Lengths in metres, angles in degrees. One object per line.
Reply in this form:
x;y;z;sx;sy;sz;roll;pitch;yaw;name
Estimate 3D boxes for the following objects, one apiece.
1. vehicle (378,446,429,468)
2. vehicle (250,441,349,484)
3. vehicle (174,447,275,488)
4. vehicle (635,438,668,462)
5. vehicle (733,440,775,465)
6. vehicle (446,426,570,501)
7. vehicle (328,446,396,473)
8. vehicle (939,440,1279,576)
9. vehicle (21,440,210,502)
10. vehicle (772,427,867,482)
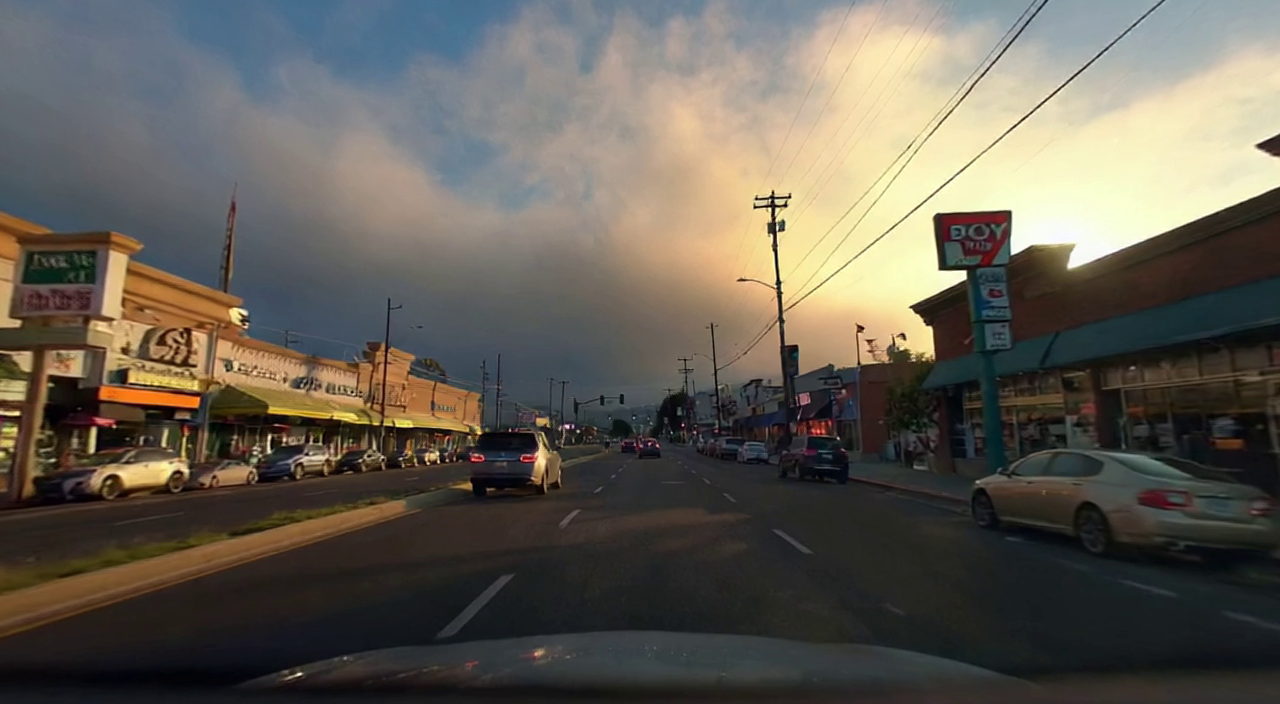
-16.756;7.455;44.931;1.788;1.475;4.737;0;-8;0;vehicle
-16.870;5.449;31.586;2.293;1.736;4.871;-2;-6;0;vehicle
-17.164;4.749;26.224;1.816;1.564;3.442;0;-8;0;vehicle
0.711;6.302;40.618;2.037;1.484;4.073;0;-8;0;vehicle
7.251;6.461;40.561;1.871;1.478;4.272;0;-8;0;vehicle
-3.179;2.798;16.227;2.049;1.646;4.445;-1;-8;2;vehicle
-16.850;6.525;38.494;1.984;1.494;4.815;0;-8;0;vehicle
6.475;2.010;9.096;1.982;1.428;4.726;0;-8;0;vehicle
-17.046;3.852;20.931;2.150;1.802;4.772;0;-8;-1;vehicle
6.633;3.874;24.009;2.098;1.845;5.117;0;-8;0;vehicle
